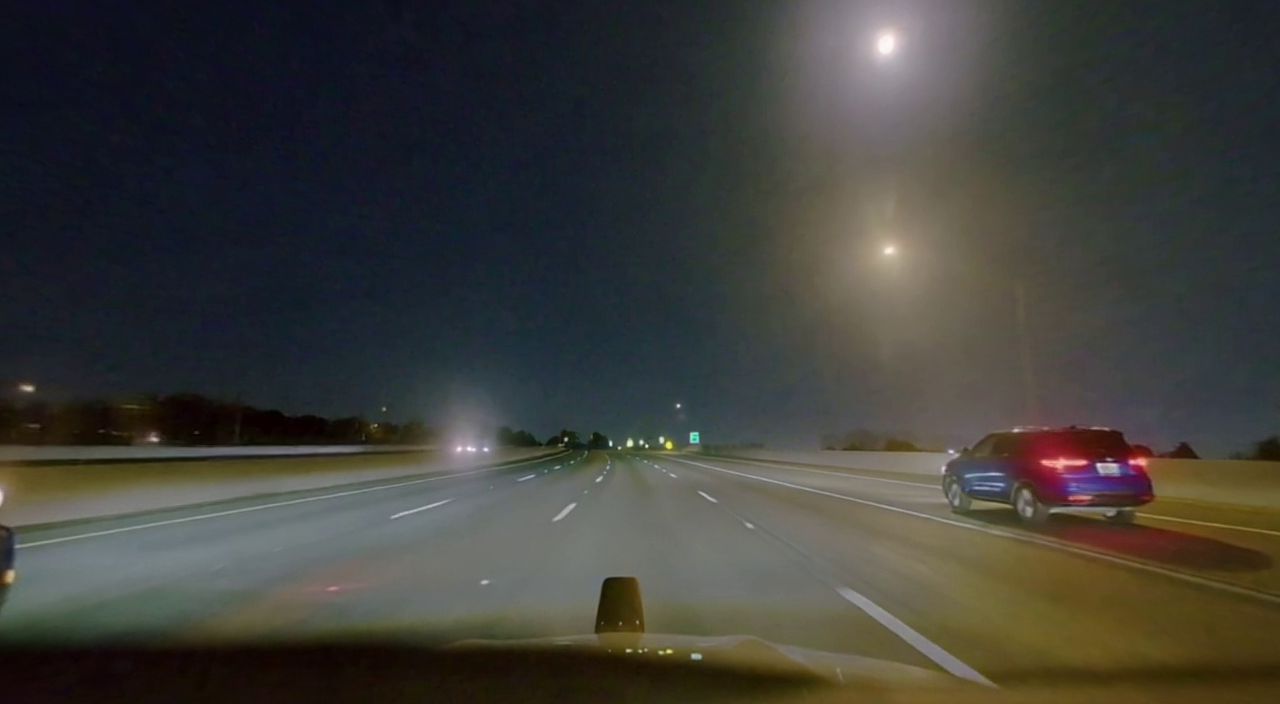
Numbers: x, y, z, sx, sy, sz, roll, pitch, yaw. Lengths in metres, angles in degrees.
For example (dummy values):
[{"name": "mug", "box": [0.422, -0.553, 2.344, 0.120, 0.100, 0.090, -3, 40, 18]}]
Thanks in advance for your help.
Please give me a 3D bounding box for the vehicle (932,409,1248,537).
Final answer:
[{"name": "vehicle", "box": [7.149, 1.973, 10.808, 2.091, 1.711, 4.383, 0, -9, -1]}]
